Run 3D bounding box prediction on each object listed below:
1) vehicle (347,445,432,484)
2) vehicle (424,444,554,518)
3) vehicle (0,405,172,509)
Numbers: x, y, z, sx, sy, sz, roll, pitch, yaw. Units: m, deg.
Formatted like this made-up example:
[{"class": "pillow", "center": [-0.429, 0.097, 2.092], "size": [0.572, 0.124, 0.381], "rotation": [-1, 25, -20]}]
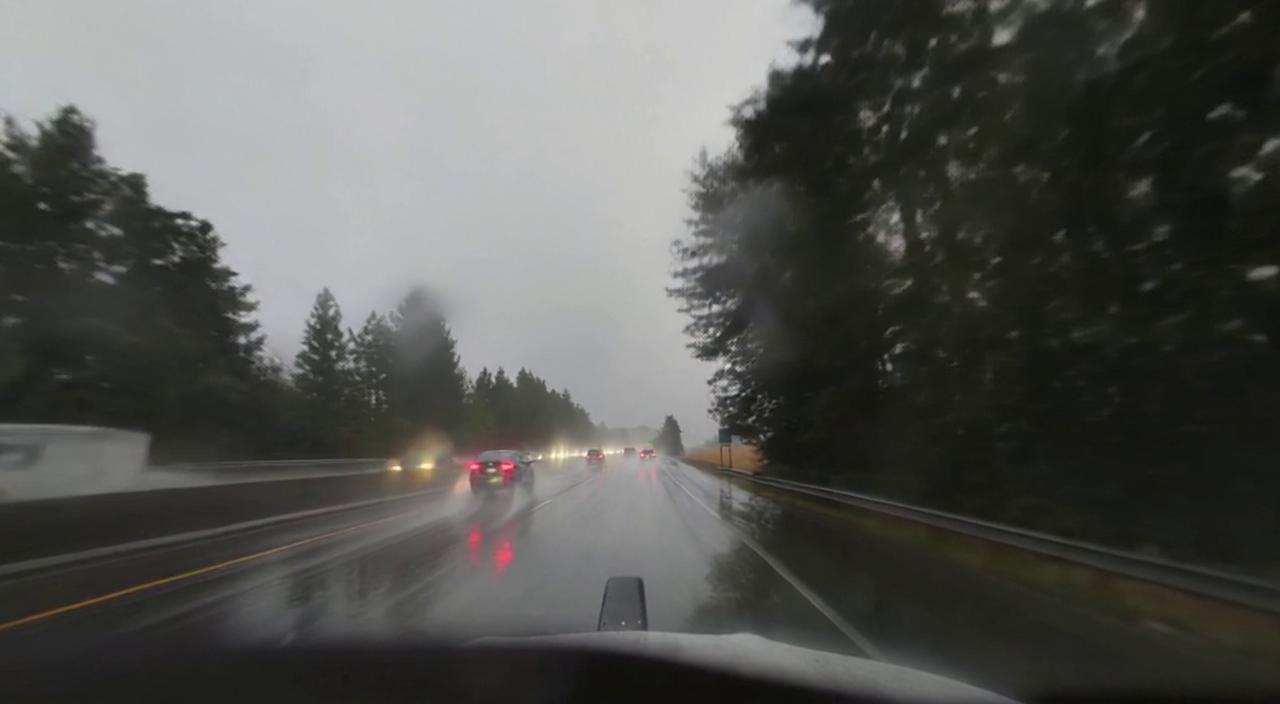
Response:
[{"class": "vehicle", "center": [-12.009, 5.428, 30.663], "size": [1.933, 1.672, 5.276], "rotation": [0, -9, 0]}, {"class": "vehicle", "center": [-3.355, 2.952, 14.876], "size": [1.970, 1.483, 4.097], "rotation": [0, -9, 1]}, {"class": "vehicle", "center": [-17.236, 3.037, 18.276], "size": [2.390, 2.578, 6.242], "rotation": [0, -9, 1]}]
